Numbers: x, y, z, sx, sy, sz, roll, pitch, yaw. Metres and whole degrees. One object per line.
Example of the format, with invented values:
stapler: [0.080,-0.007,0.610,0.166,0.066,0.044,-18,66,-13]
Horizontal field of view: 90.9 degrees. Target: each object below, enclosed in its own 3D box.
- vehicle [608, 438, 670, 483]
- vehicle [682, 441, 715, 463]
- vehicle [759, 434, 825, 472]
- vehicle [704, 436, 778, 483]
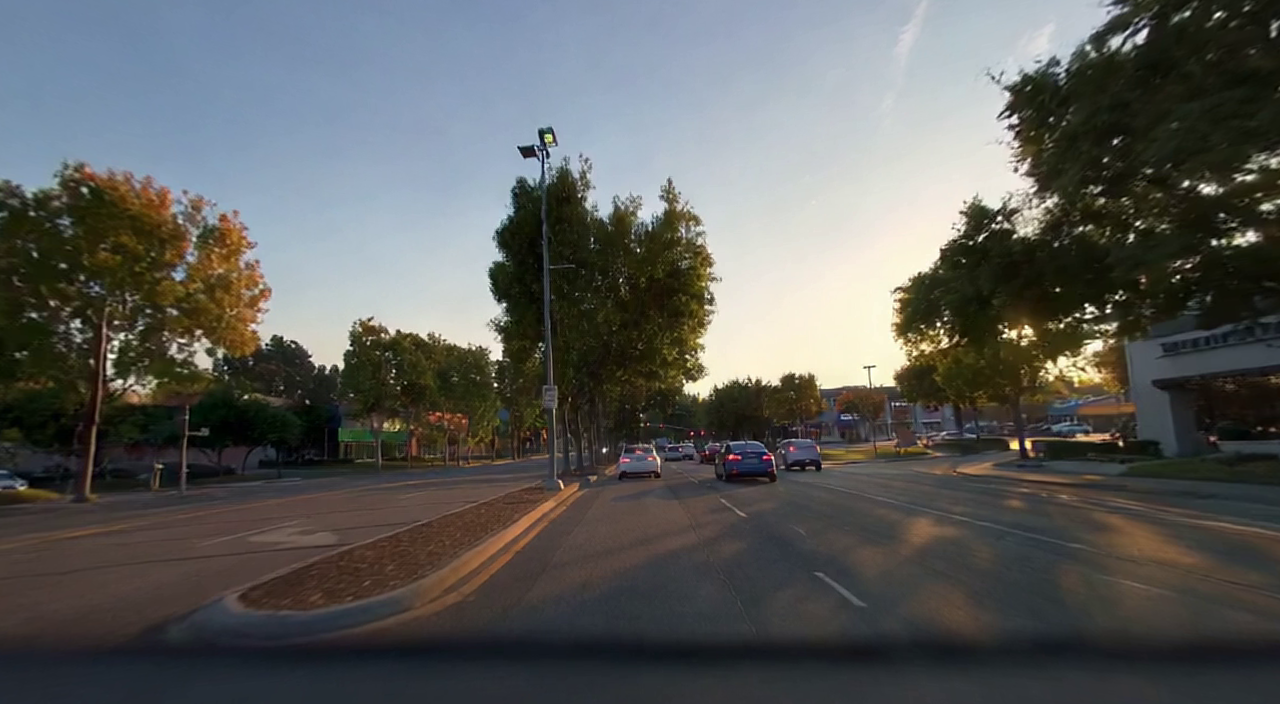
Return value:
vehicle: [-0.046,3.932,23.209,2.096,1.473,3.893,0,-8,0]
vehicle: [4.093,7.072,44.621,1.862,1.457,4.204,0,-8,0]
vehicle: [7.289,4.905,30.751,2.044,1.701,4.397,0,-8,-1]
vehicle: [3.546,3.846,22.952,1.988,1.528,4.144,0,-8,0]
